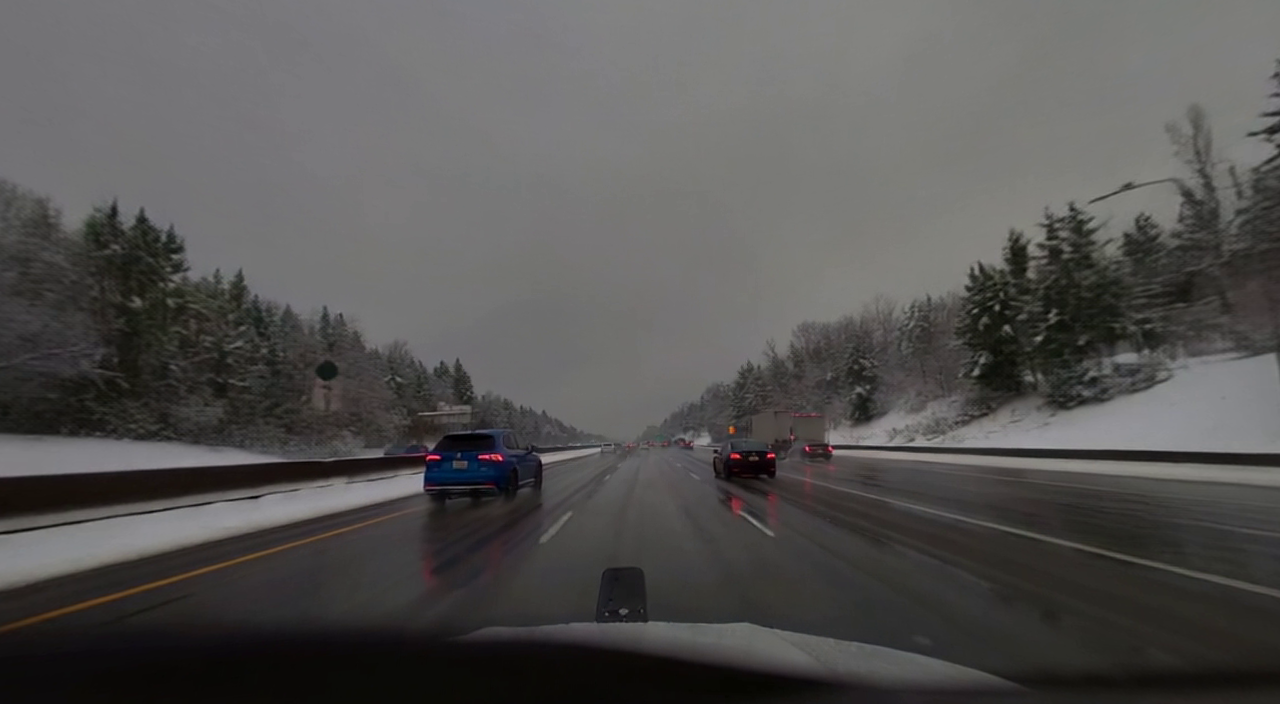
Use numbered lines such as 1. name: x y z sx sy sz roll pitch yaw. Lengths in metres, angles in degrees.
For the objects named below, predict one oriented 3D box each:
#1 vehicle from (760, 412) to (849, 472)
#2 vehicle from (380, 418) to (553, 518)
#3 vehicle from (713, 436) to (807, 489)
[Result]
1. vehicle: 7.730 4.346 30.288 2.729 2.628 4.875 0 -9 -2
2. vehicle: -3.484 2.482 13.998 2.218 1.764 5.229 0 -9 2
3. vehicle: 3.700 3.526 20.420 2.080 1.493 4.674 0 -9 0
